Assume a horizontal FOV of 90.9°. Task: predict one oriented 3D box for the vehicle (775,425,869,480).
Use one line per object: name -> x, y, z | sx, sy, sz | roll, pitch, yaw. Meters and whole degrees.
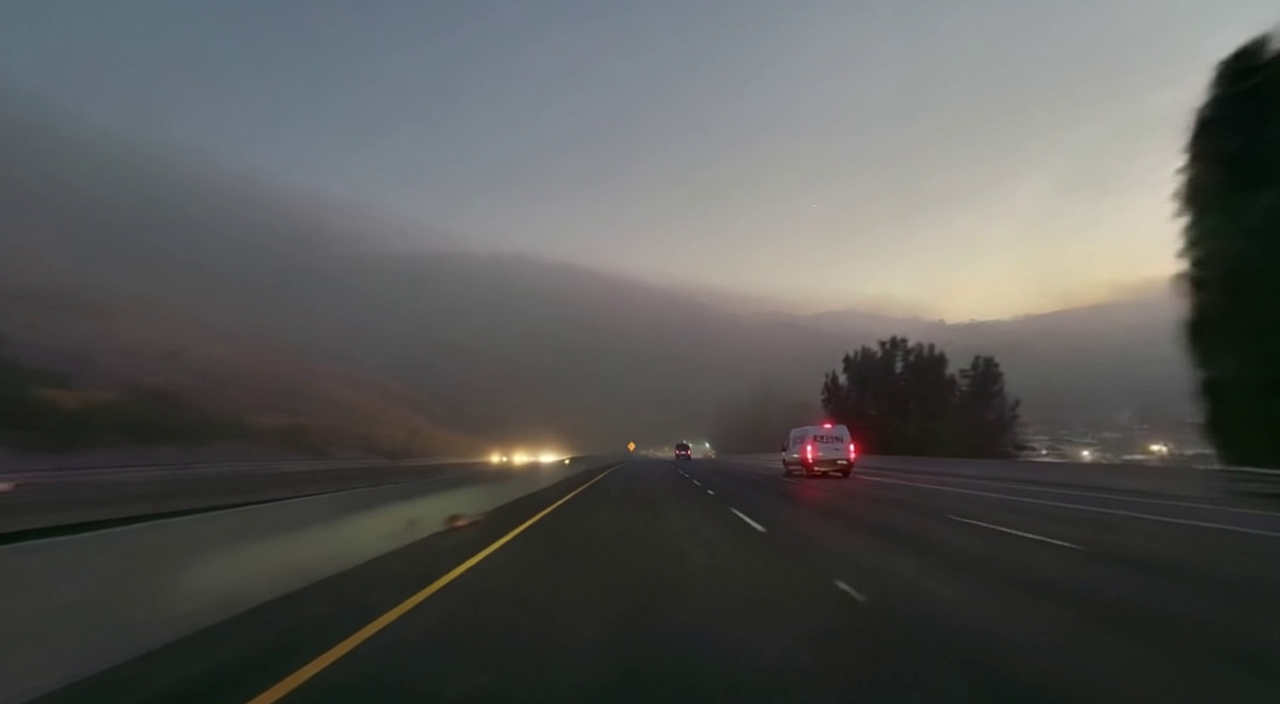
vehicle -> 7.497, 4.233, 26.694 | 2.275, 2.059, 5.543 | 0, -8, -1
